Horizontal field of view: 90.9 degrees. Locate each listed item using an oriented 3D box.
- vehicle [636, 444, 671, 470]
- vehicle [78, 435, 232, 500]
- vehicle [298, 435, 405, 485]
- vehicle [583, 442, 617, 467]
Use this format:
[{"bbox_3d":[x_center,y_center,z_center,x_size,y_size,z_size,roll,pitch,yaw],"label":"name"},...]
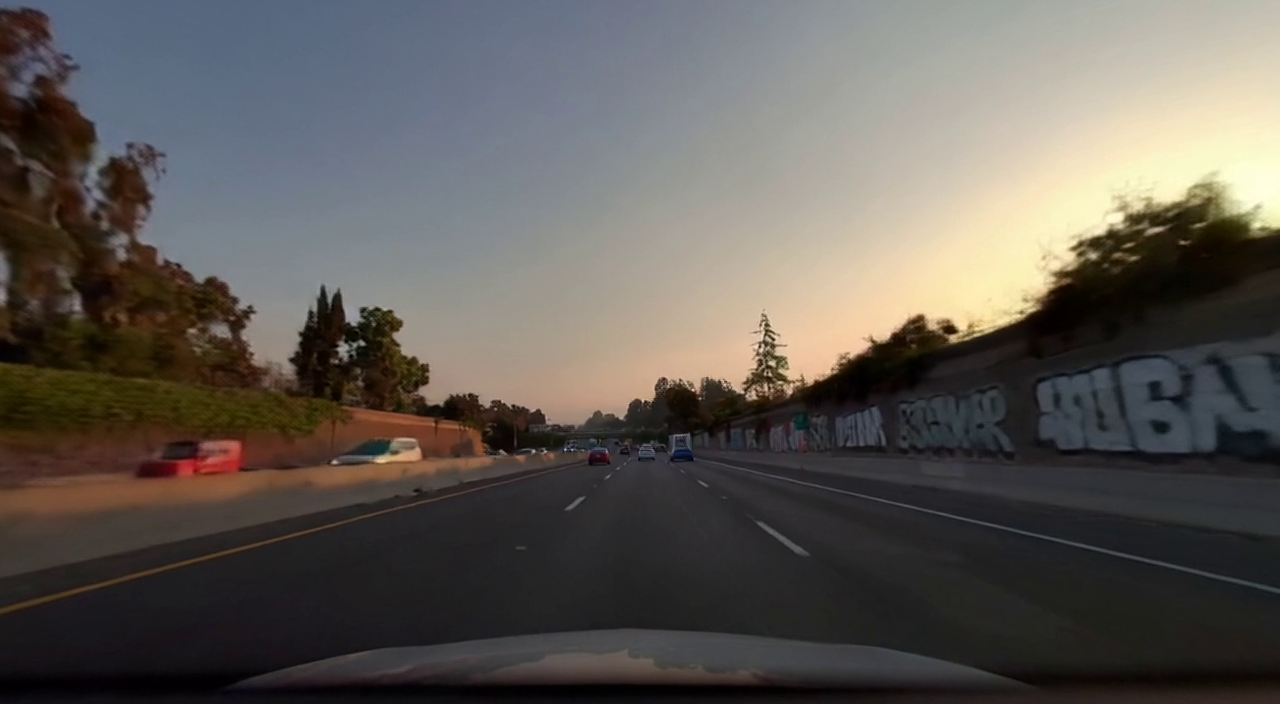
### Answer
[{"bbox_3d":[0.771,6.384,38.361,2.009,1.506,4.091,0,-9,0],"label":"vehicle"},{"bbox_3d":[-20.171,4.801,26.608,2.257,2.418,5.186,0,-9,0],"label":"vehicle"},{"bbox_3d":[-11.978,4.536,26.621,2.111,1.885,4.942,0,-9,1],"label":"vehicle"},{"bbox_3d":[-2.869,7.481,46.012,2.095,1.671,4.193,0,-9,1],"label":"vehicle"}]
